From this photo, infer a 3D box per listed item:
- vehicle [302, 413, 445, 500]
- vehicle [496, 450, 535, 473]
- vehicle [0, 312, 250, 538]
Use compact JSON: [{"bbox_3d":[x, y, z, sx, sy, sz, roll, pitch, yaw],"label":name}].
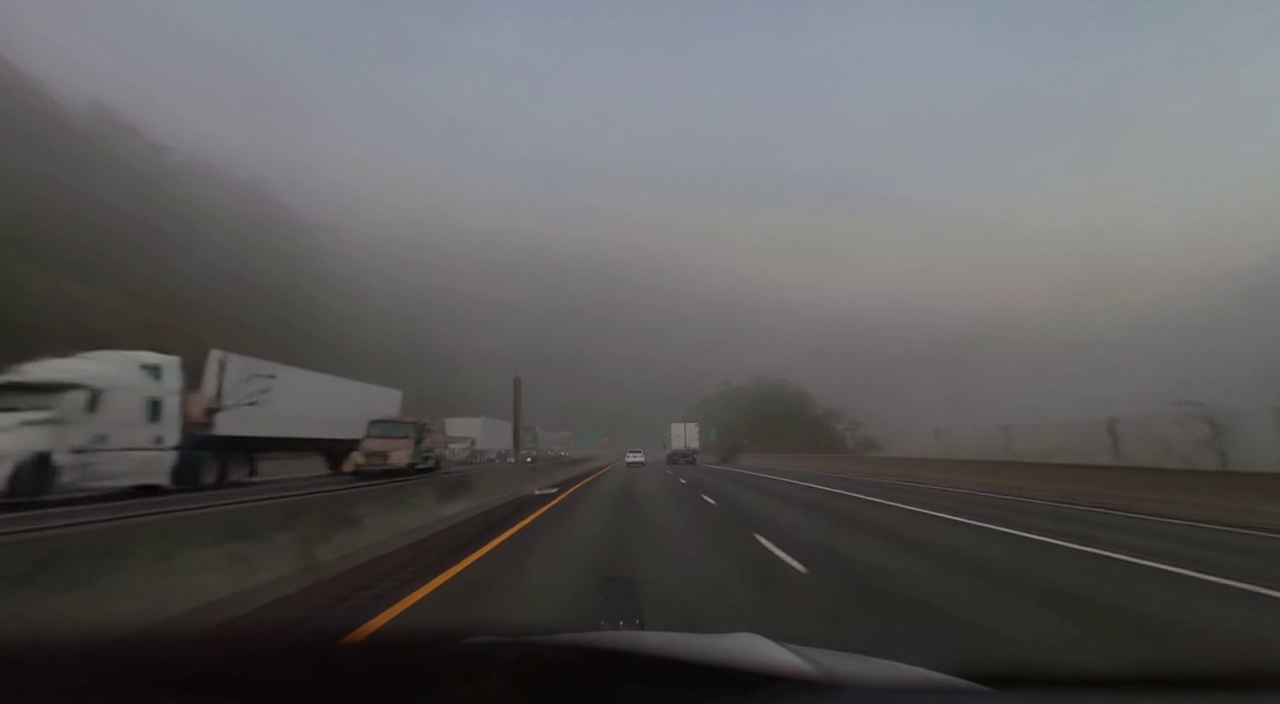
[{"bbox_3d":[-8.517,3.422,20.921,2.344,2.503,5.344,0,-9,0],"label":"vehicle"},{"bbox_3d":[-8.715,7.718,44.484,1.844,1.467,3.930,1,-10,1],"label":"vehicle"},{"bbox_3d":[-12.427,1.723,14.317,2.951,3.988,6.237,0,-9,0],"label":"vehicle"}]
